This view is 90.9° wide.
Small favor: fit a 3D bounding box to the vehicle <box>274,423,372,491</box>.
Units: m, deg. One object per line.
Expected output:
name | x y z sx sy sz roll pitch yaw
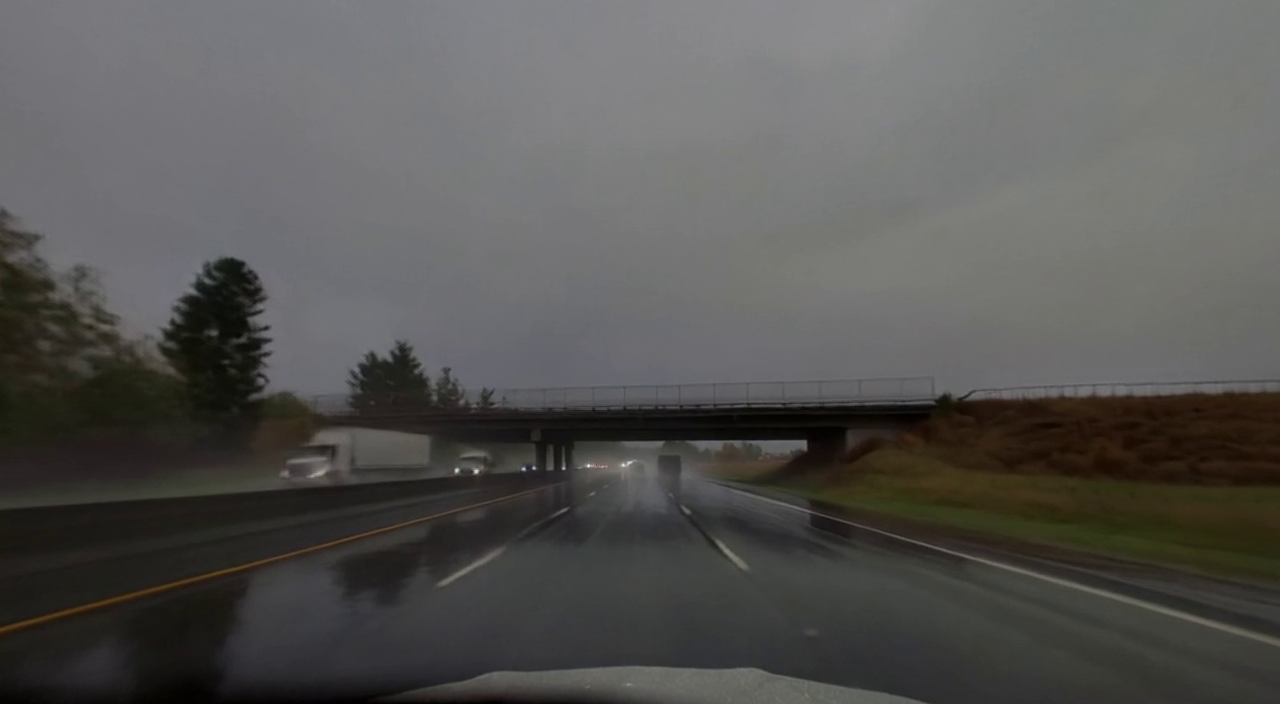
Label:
vehicle | -20.021 6.760 40.286 2.955 3.964 5.878 1 -11 0
